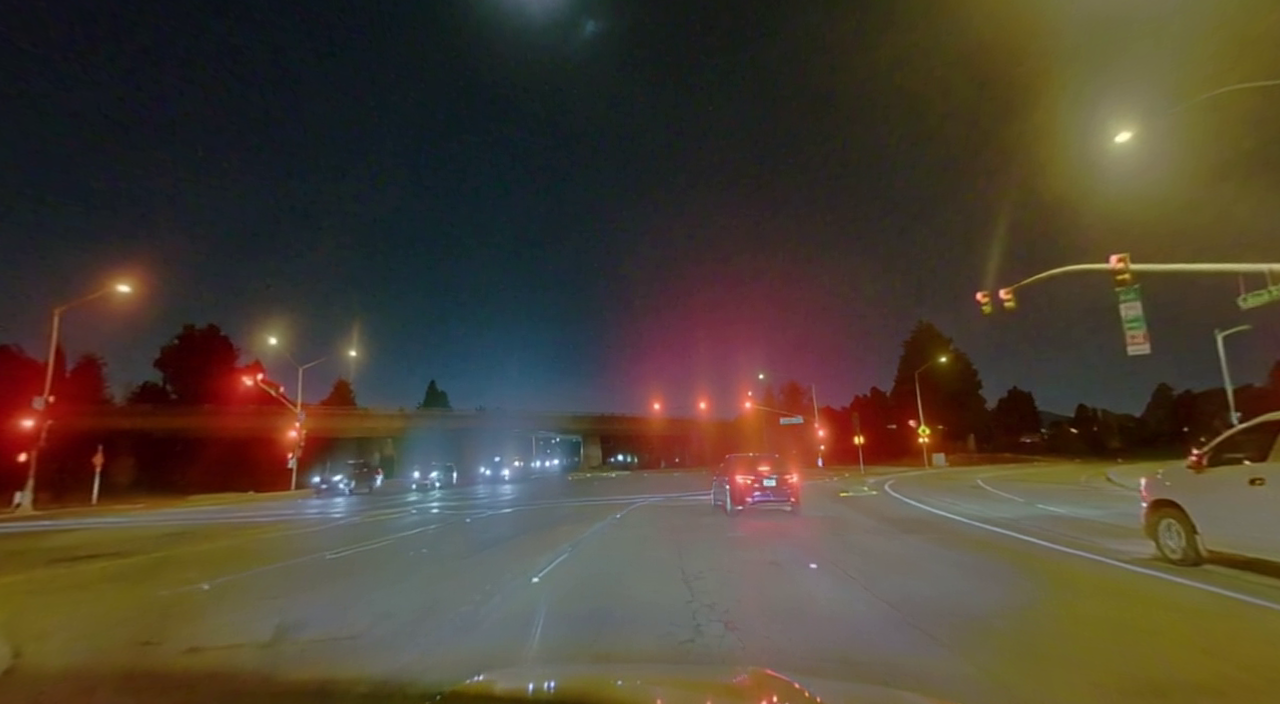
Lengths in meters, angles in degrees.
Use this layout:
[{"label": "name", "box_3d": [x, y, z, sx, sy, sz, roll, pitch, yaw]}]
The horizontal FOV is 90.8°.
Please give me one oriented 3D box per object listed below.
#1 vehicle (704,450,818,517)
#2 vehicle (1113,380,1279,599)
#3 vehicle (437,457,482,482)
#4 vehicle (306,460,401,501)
[{"label": "vehicle", "box_3d": [2.867, 3.225, 16.110, 1.909, 1.425, 4.521, 0, -9, -1]}, {"label": "vehicle", "box_3d": [6.400, 1.051, 4.637, 2.007, 1.828, 4.896, 0, -9, 0]}, {"label": "vehicle", "box_3d": [-13.775, 8.973, 48.539, 2.201, 1.716, 4.830, -2, -9, -2]}, {"label": "vehicle", "box_3d": [-13.078, 5.850, 29.251, 2.126, 1.506, 5.411, -3, -9, -3]}]
